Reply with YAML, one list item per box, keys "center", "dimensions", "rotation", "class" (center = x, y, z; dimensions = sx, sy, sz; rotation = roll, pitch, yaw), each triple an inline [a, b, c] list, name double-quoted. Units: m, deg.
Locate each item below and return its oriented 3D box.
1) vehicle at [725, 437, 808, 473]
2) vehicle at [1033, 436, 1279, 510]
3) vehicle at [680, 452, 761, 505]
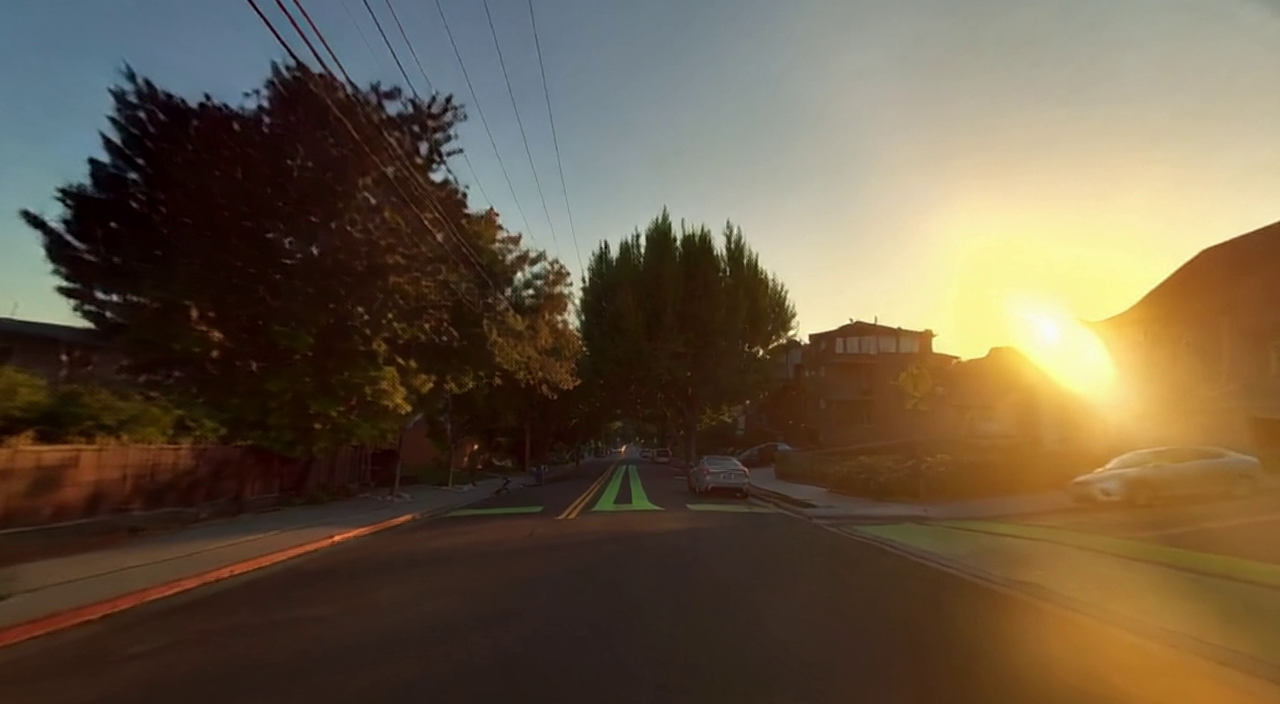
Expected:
- center: [8.470, 6.910, 42.552]
  dimensions: [4.922, 1.846, 1.941]
  rotation: [-6, -8, -6]
  class: "vehicle"
- center: [11.856, 2.716, 14.108]
  dimensions: [4.809, 1.494, 1.940]
  rotation: [0, -13, -2]
  class: "vehicle"
- center: [2.666, 4.332, 22.288]
  dimensions: [1.989, 1.545, 5.423]
  rotation: [0, -8, -2]
  class: "vehicle"
